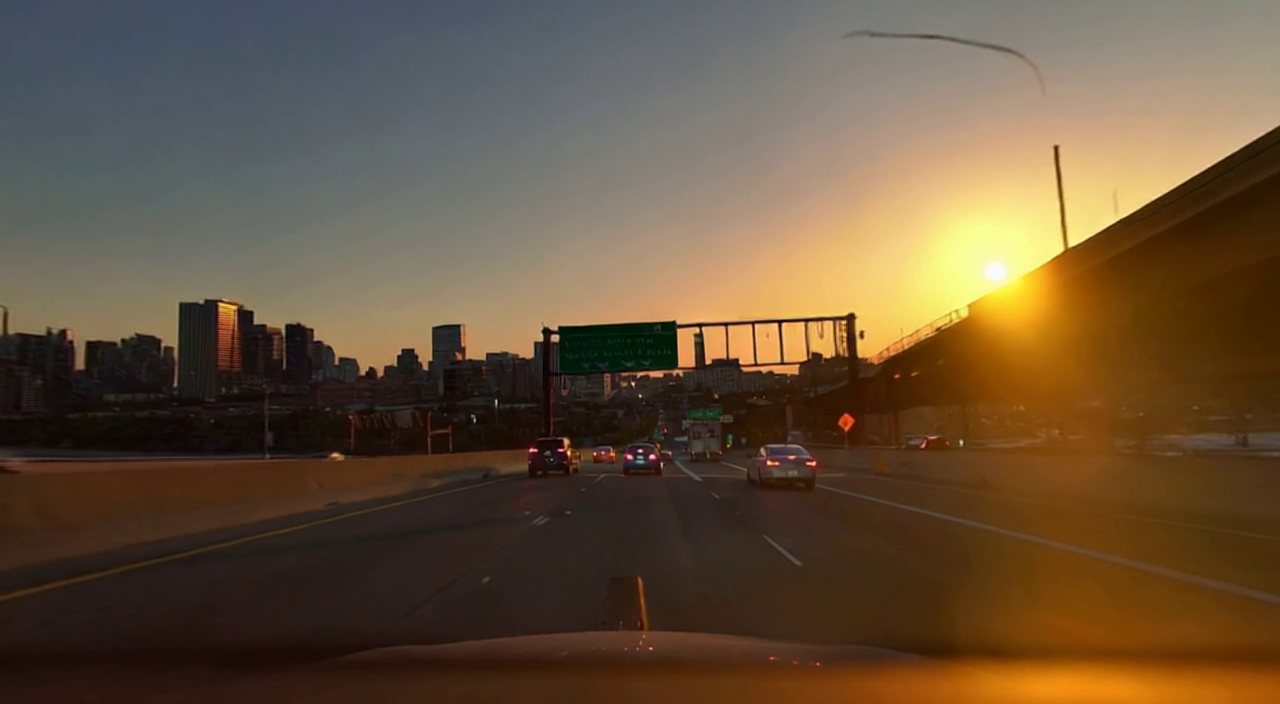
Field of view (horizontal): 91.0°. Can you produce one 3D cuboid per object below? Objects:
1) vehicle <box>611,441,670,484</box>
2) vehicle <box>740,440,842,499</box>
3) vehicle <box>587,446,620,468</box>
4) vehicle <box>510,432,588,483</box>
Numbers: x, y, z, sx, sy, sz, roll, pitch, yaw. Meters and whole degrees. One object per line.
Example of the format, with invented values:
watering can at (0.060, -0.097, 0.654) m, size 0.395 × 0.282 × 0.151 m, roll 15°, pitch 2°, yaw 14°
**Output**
vehicle at (0.078, 4.172, 24.216) m, size 2.089 × 1.493 × 3.964 m, roll 0°, pitch -8°, yaw 2°
vehicle at (4.219, 3.318, 18.290) m, size 1.974 × 1.490 × 3.994 m, roll 0°, pitch -8°, yaw 0°
vehicle at (-2.570, 7.474, 45.116) m, size 1.868 × 1.431 × 4.055 m, roll 0°, pitch -8°, yaw 3°
vehicle at (-3.478, 4.151, 25.094) m, size 2.142 × 1.819 × 4.648 m, roll 0°, pitch -8°, yaw 3°
